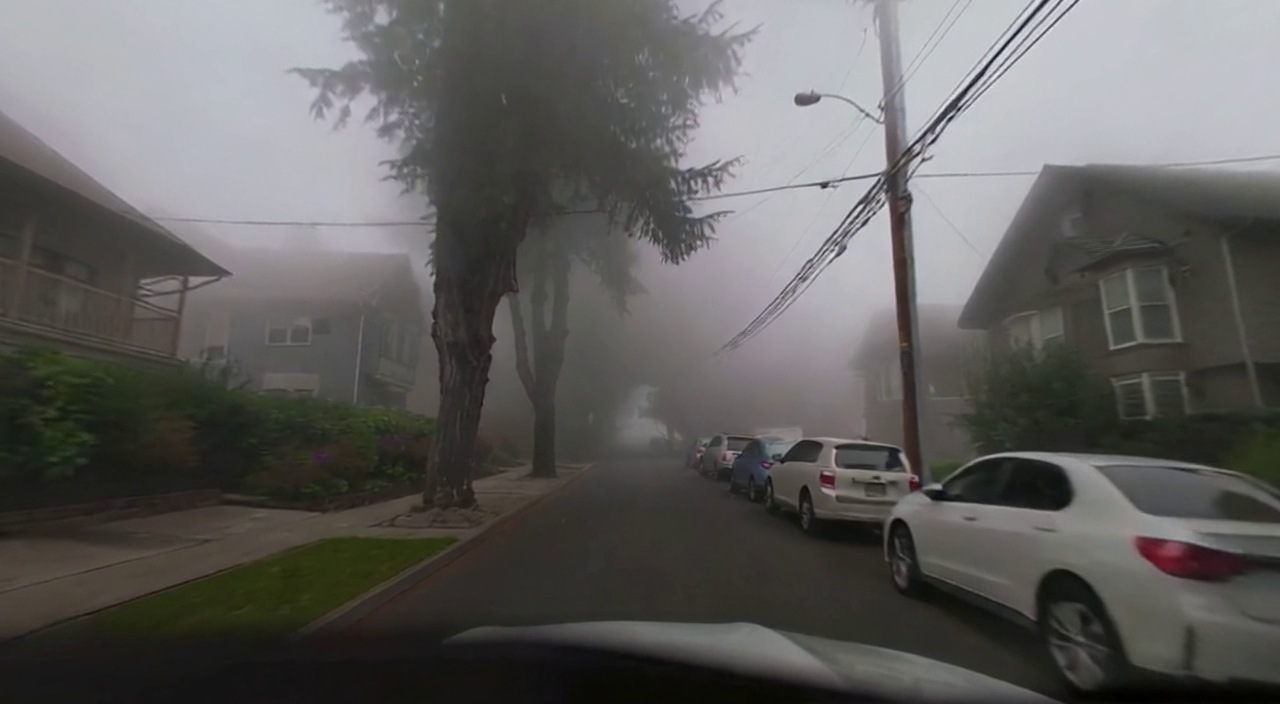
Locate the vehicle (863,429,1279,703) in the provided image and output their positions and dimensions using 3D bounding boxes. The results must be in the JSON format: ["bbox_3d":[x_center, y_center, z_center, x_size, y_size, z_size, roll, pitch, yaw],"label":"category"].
[{"bbox_3d":[3.238,1.303,4.541,1.759,1.464,3.993,0,-7,0],"label":"vehicle"}]

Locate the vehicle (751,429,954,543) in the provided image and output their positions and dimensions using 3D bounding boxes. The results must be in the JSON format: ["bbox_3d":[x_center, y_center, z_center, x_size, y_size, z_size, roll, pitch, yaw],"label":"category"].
[{"bbox_3d":[3.136,2.009,10.176,2.036,1.510,3.505,0,-7,0],"label":"vehicle"}]
